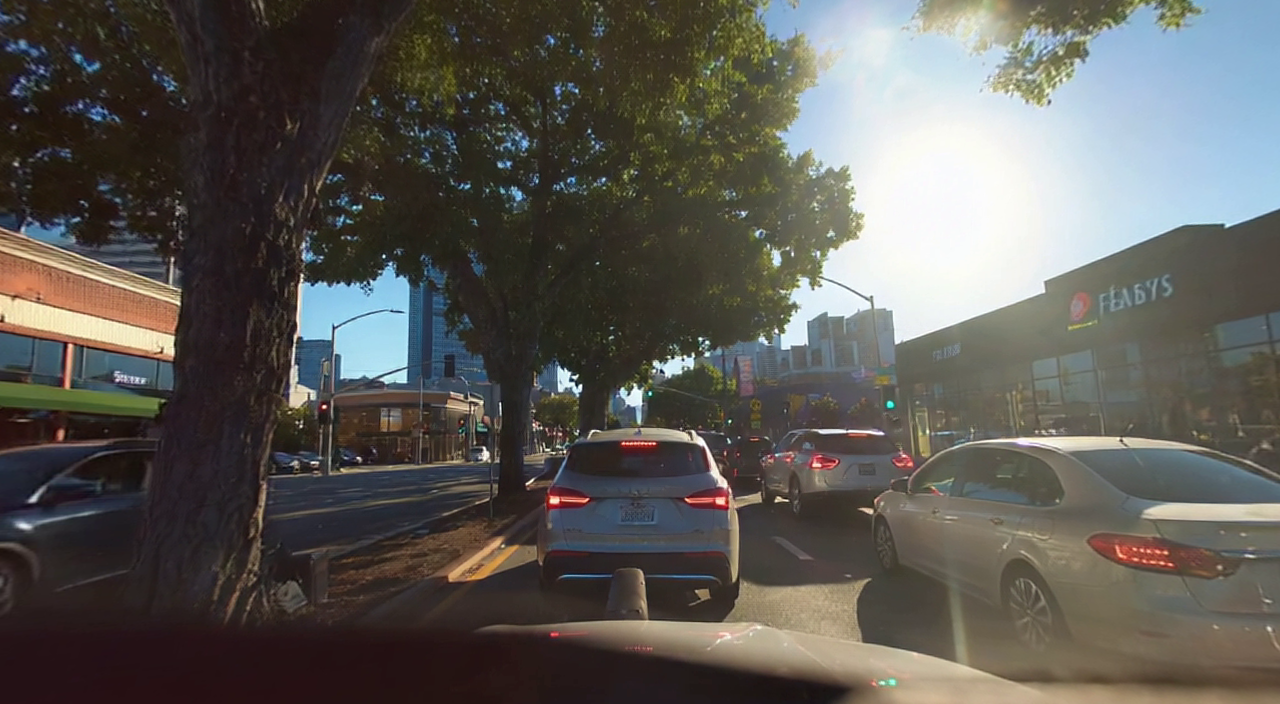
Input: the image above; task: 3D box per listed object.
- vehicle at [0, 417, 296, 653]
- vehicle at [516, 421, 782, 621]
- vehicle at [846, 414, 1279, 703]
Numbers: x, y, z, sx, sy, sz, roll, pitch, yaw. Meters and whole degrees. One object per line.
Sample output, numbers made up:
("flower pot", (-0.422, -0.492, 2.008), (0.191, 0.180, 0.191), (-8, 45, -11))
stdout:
("vehicle", (-5.181, 1.386, 5.315), (1.898, 1.542, 4.689), (0, -9, 0))
("vehicle", (0.062, 1.548, 6.616), (2.006, 1.487, 3.535), (0, -9, 0))
("vehicle", (3.402, 1.370, 5.301), (1.988, 1.480, 4.195), (0, -9, 1))
